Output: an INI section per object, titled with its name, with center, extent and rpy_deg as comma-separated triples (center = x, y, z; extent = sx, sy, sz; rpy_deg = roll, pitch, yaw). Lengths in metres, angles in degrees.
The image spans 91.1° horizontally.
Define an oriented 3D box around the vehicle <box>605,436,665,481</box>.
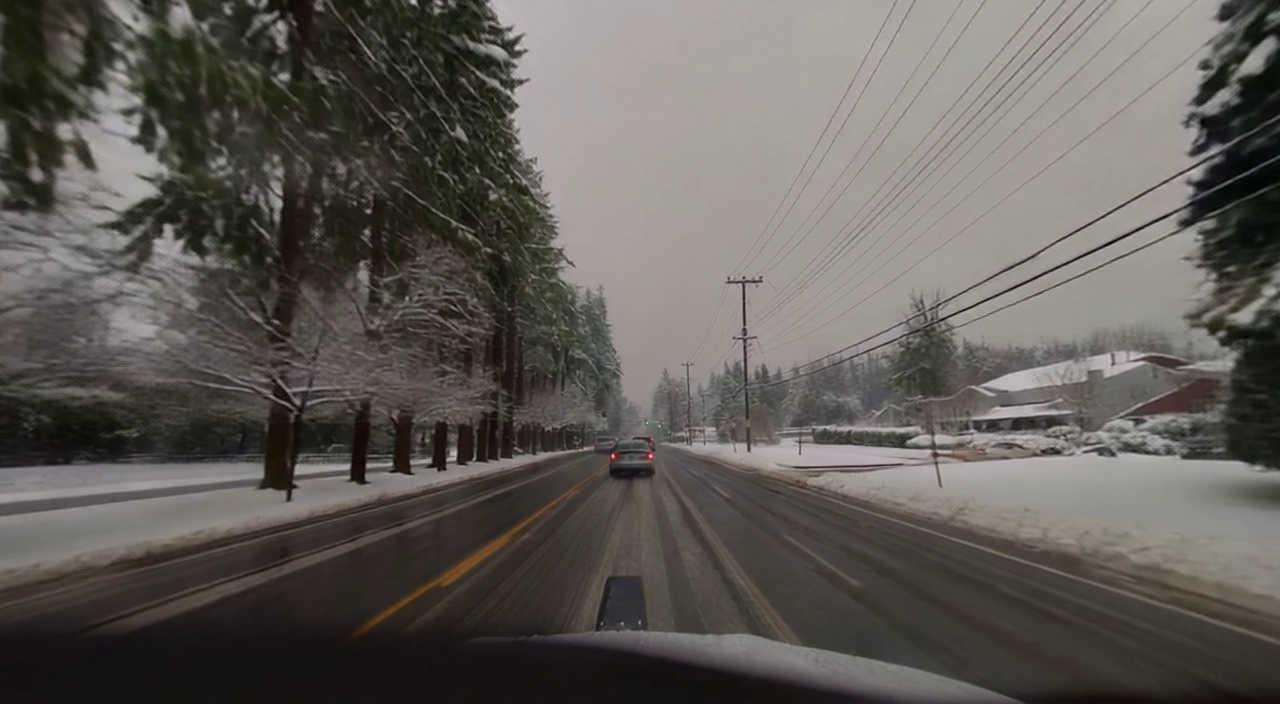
[vehicle]
center = -0.169, 3.827, 22.832
extent = 1.991, 1.463, 3.988
rpy_deg = 0, -8, 0
